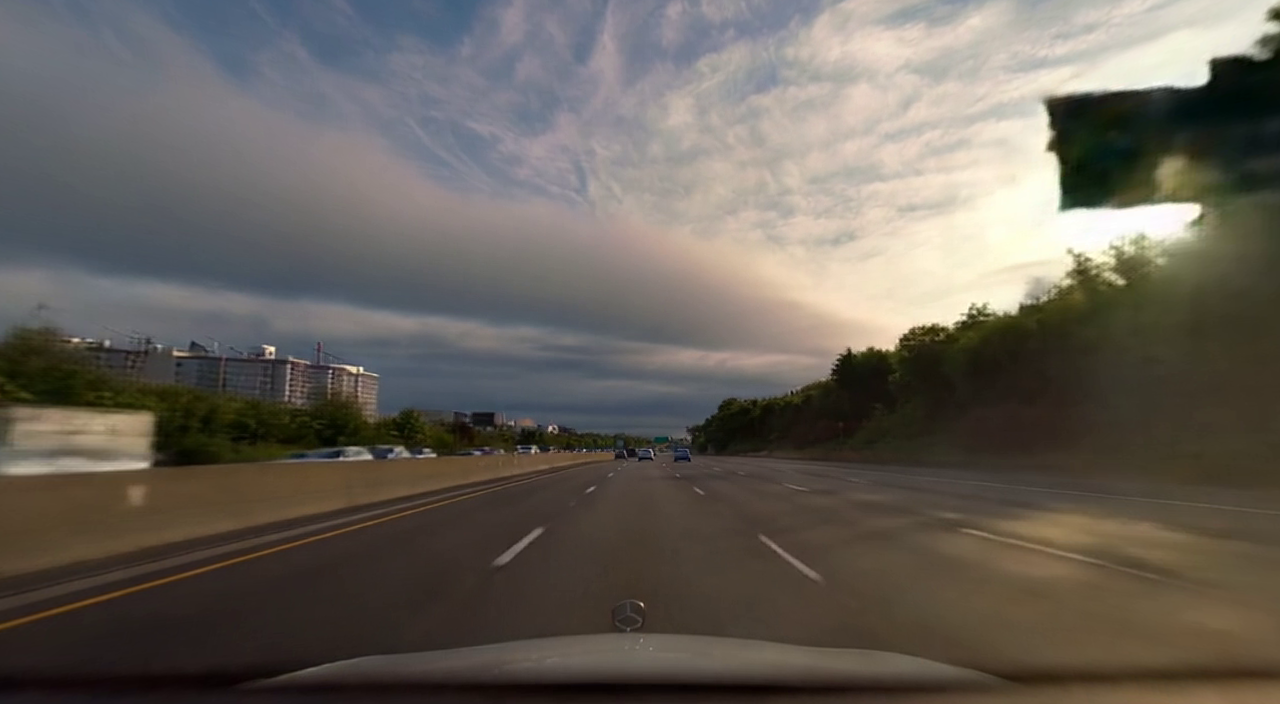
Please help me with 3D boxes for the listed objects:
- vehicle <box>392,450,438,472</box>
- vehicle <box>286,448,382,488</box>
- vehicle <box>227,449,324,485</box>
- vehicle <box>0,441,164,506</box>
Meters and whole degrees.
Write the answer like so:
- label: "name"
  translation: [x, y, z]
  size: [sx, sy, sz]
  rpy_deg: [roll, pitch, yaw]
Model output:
- label: "vehicle"
  translation: [-16.015, 7.765, 45.068]
  size: [1.835, 1.455, 3.673]
  rpy_deg: [-1, -9, 2]
- label: "vehicle"
  translation: [-12.025, 4.568, 25.073]
  size: [1.814, 1.438, 3.897]
  rpy_deg: [-1, -9, 1]
- label: "vehicle"
  translation: [-16.205, 5.113, 28.300]
  size: [1.793, 1.452, 4.239]
  rpy_deg: [0, -9, 0]
- label: "vehicle"
  translation: [-16.042, 3.346, 17.733]
  size: [1.888, 1.584, 4.228]
  rpy_deg: [0, -9, 1]
